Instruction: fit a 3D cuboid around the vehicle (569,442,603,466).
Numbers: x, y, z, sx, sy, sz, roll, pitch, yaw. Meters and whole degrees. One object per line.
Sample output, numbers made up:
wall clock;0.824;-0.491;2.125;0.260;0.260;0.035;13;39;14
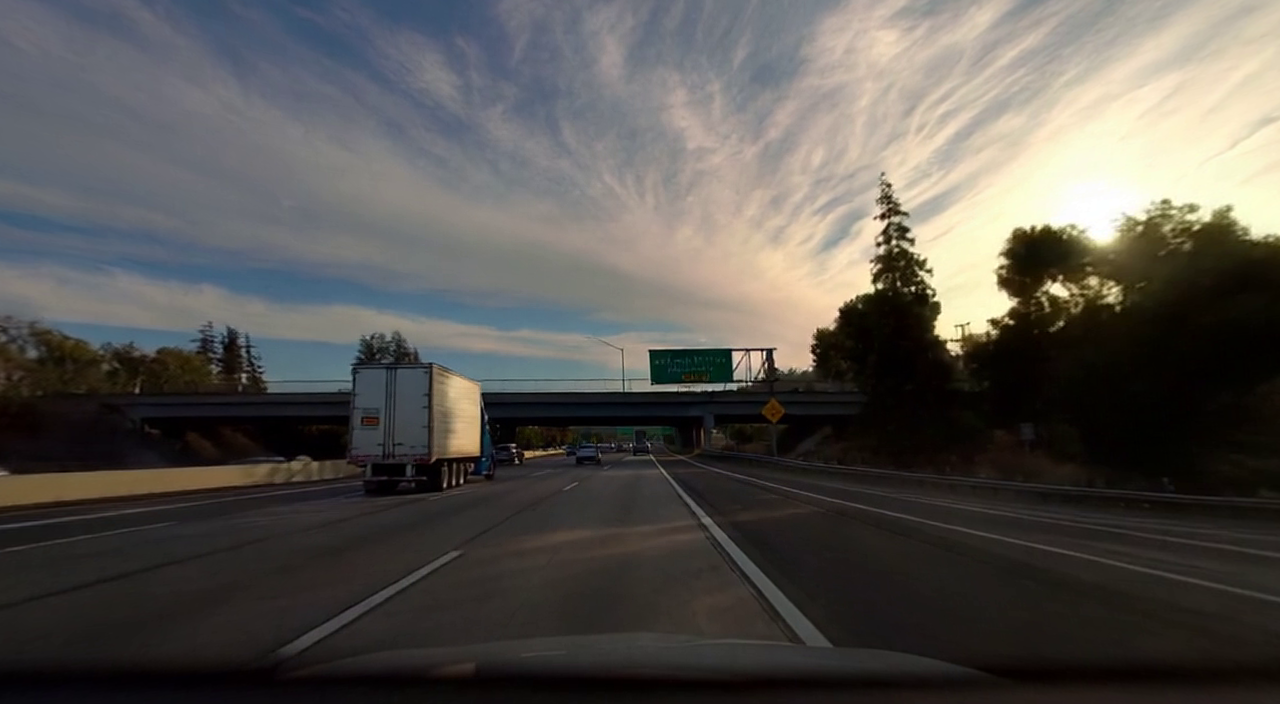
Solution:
vehicle;-4.016;7.699;47.571;2.094;1.695;4.260;0;-9;1

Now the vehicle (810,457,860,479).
vehicle;14.338;8.537;46.572;1.993;1.466;4.310;1;-9;-6

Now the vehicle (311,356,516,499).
vehicle;-7.143;2.808;22.267;3.303;3.868;10.298;0;-9;1

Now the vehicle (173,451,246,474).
vehicle;-32.265;8.261;47.413;1.979;1.628;4.951;0;-9;0
